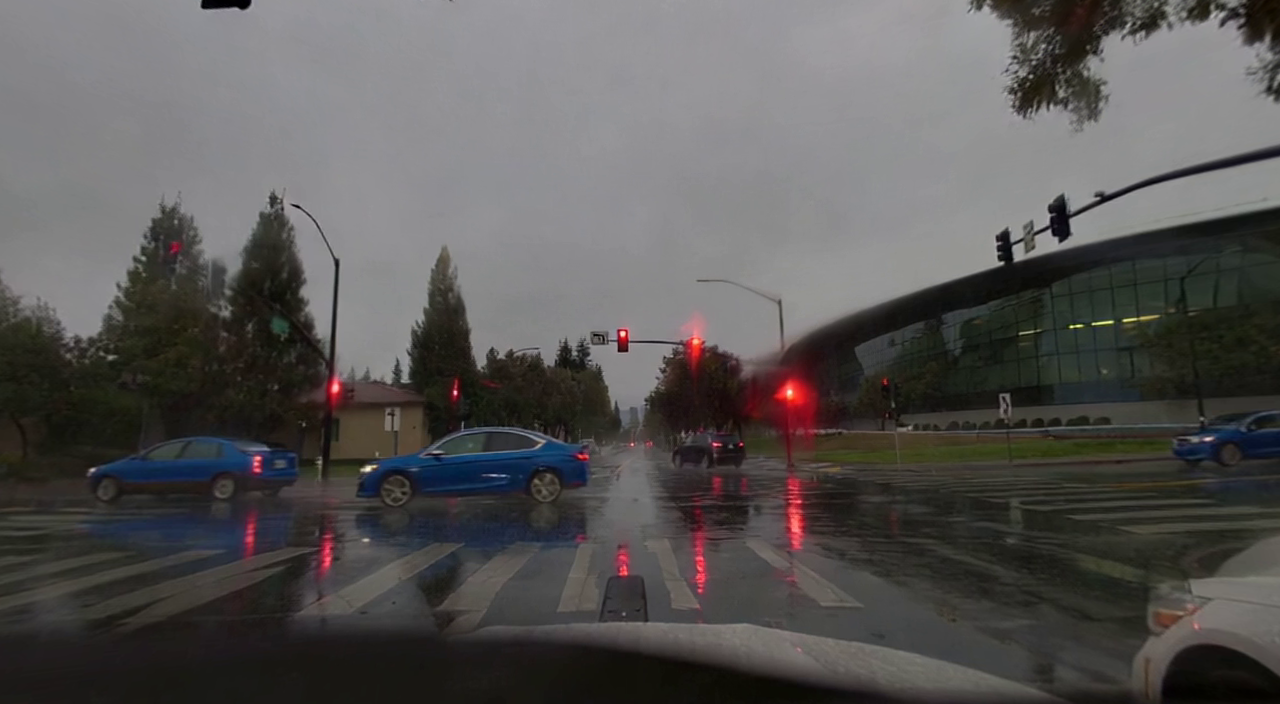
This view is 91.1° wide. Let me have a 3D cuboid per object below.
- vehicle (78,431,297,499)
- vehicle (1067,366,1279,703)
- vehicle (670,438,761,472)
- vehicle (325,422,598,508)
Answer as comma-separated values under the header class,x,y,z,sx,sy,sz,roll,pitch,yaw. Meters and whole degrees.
class,x,y,z,sx,sy,sz,roll,pitch,yaw
vehicle,-12.455,3.118,17.532,4.565,1.769,1.940,0,-8,0
vehicle,2.885,0.678,0.827,1.947,1.576,3.825,0,-8,1
vehicle,3.426,4.793,29.429,2.031,1.442,4.446,4,-9,-28
vehicle,-3.675,2.448,13.773,5.369,1.704,1.993,0,-8,1
